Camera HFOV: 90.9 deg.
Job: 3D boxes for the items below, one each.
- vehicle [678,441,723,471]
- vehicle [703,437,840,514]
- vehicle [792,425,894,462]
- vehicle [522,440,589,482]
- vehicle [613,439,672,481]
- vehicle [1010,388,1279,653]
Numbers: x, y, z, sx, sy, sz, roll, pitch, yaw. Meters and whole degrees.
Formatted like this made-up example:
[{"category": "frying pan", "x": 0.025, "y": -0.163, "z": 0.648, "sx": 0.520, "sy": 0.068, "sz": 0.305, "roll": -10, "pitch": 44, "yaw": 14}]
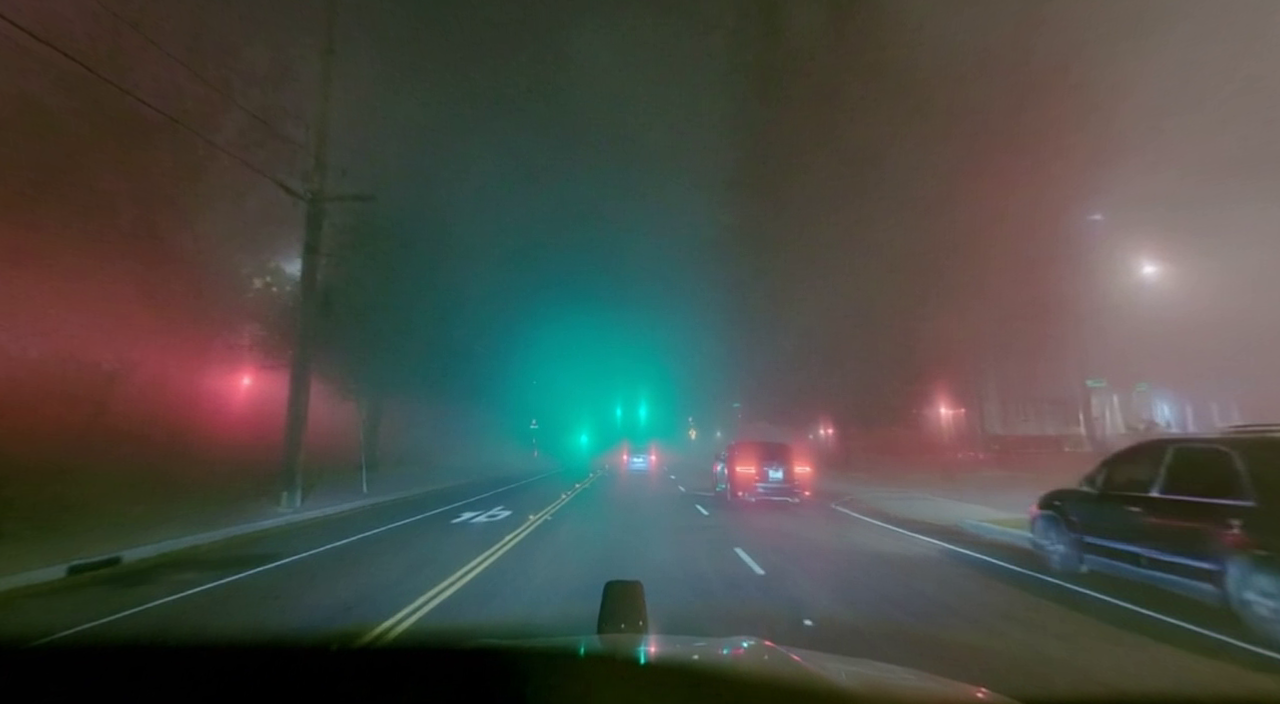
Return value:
[{"category": "vehicle", "x": 3.140, "y": 5.487, "z": 33.520, "sx": 1.943, "sy": 1.484, "sz": 4.030, "roll": 0, "pitch": -8, "yaw": -1}, {"category": "vehicle", "x": 2.790, "y": 2.735, "z": 14.542, "sx": 2.158, "sy": 1.483, "sz": 4.415, "roll": 0, "pitch": -8, "yaw": 0}, {"category": "vehicle", "x": 13.610, "y": 6.161, "z": 42.545, "sx": 5.929, "sy": 1.970, "sz": 2.381, "roll": -5, "pitch": -8, "yaw": -2}, {"category": "vehicle", "x": -3.280, "y": 4.317, "z": 25.288, "sx": 2.012, "sy": 1.505, "sz": 4.205, "roll": 0, "pitch": -8, "yaw": 1}, {"category": "vehicle", "x": 0.082, "y": 4.226, "z": 24.959, "sx": 2.101, "sy": 1.467, "sz": 4.210, "roll": 0, "pitch": -8, "yaw": 0}, {"category": "vehicle", "x": 5.645, "y": 1.369, "z": 5.262, "sx": 2.277, "sy": 1.850, "sz": 4.717, "roll": 4, "pitch": -8, "yaw": -1}]
